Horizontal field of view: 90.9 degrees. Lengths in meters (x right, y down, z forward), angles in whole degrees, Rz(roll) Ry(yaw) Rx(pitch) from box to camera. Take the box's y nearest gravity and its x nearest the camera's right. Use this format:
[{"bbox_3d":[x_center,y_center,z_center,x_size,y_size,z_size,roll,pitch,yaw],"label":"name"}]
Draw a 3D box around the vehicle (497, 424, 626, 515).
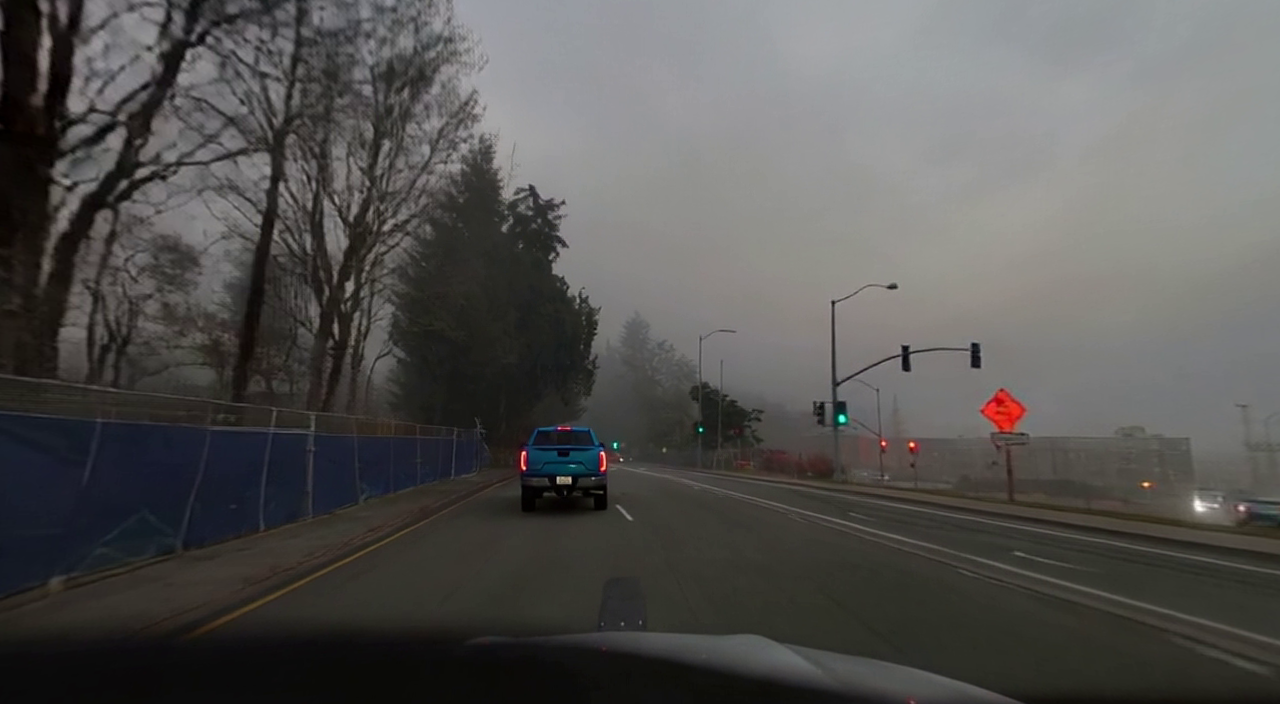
[{"bbox_3d":[-1.625,2.633,14.757,2.436,1.698,5.322,0,-8,-3],"label":"vehicle"}]
